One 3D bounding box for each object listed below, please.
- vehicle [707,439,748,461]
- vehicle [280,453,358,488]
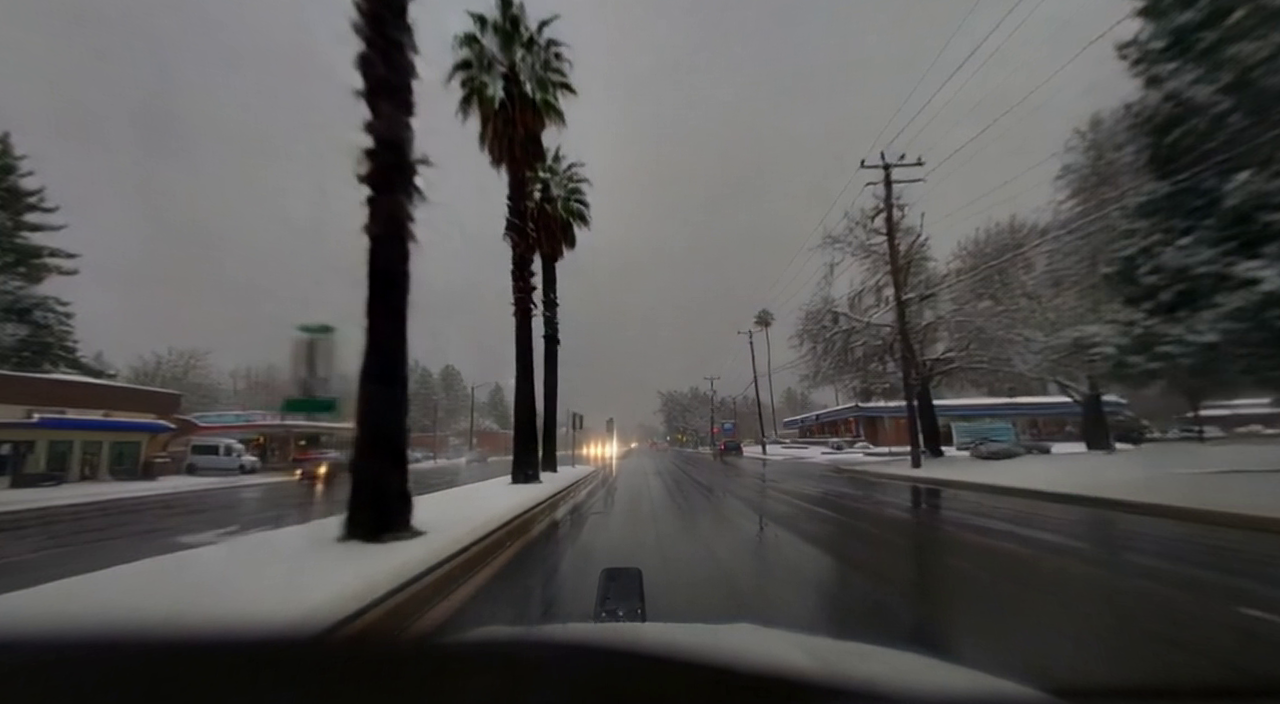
[{"bbox_3d":[6.298,7.092,45.968,2.261,1.479,4.403,0,-8,-2],"label":"vehicle"},{"bbox_3d":[-16.045,5.904,31.786,1.916,1.545,3.896,0,-8,-2],"label":"vehicle"}]
